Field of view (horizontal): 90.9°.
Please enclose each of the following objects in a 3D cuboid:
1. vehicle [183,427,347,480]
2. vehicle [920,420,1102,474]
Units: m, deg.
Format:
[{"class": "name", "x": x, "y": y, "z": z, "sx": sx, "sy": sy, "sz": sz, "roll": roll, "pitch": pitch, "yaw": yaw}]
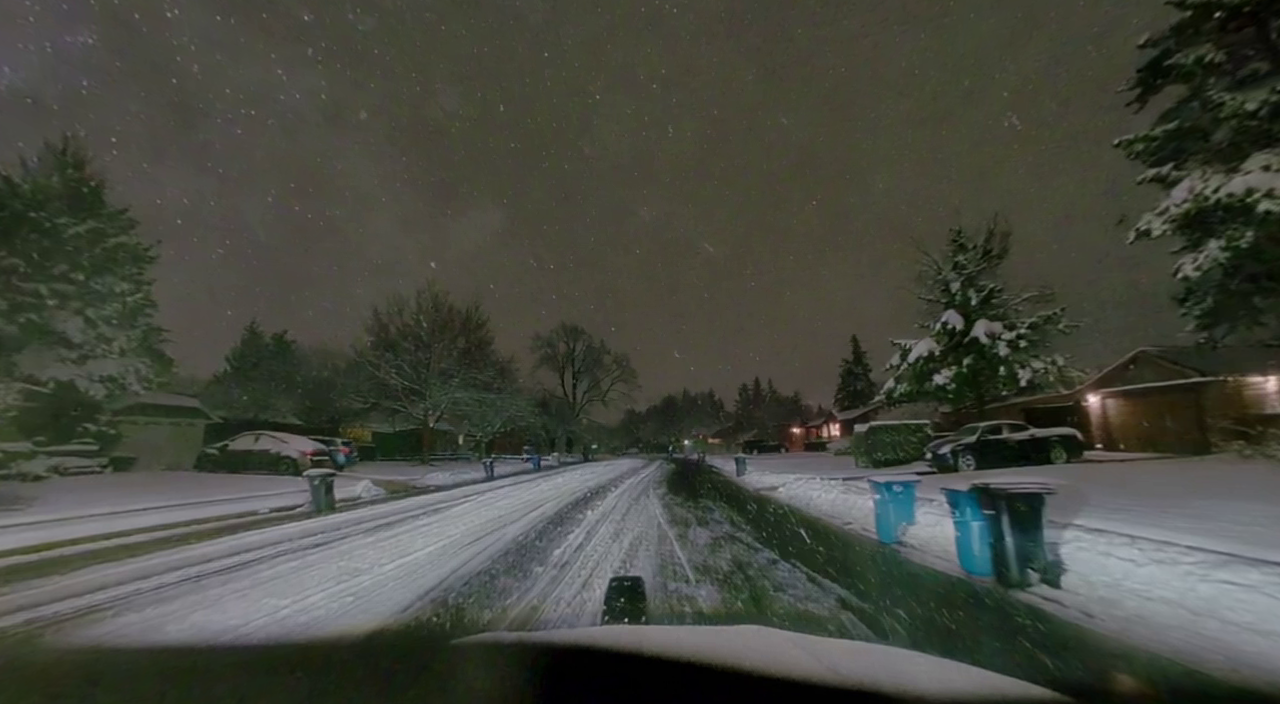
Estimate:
[{"class": "vehicle", "x": -13.544, "y": 3.688, "z": 23.016, "sx": 4.587, "sy": 1.786, "sz": 2.127, "roll": 0, "pitch": -9, "yaw": 1}, {"class": "vehicle", "x": 11.217, "y": 2.911, "z": 19.337, "sx": 4.254, "sy": 1.538, "sz": 2.020, "roll": 0, "pitch": -8, "yaw": 1}]
